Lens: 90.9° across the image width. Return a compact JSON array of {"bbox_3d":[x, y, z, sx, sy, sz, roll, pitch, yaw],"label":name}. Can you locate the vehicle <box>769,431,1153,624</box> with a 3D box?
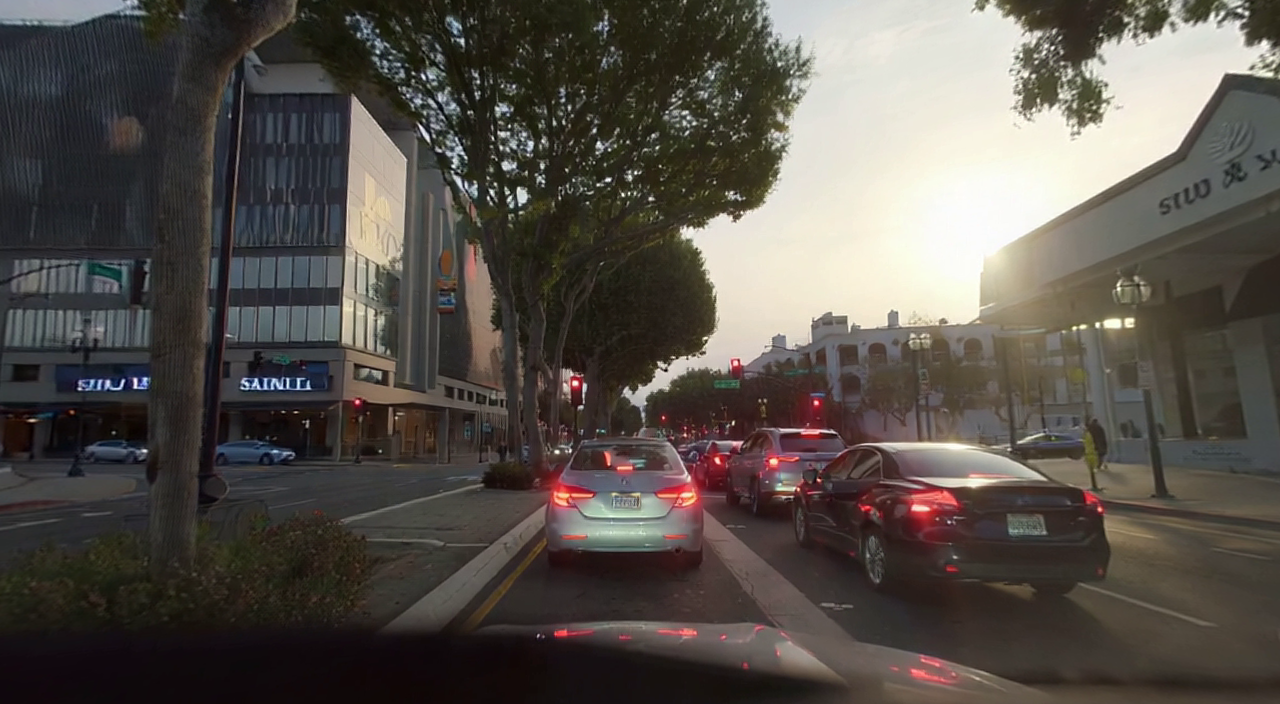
[{"bbox_3d":[2.907,1.654,7.002,1.893,1.446,4.270,0,-8,-2],"label":"vehicle"}]

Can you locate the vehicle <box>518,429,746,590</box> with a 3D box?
[{"bbox_3d":[-0.090,1.757,7.928,2.087,1.456,4.143,0,-8,0],"label":"vehicle"}]
